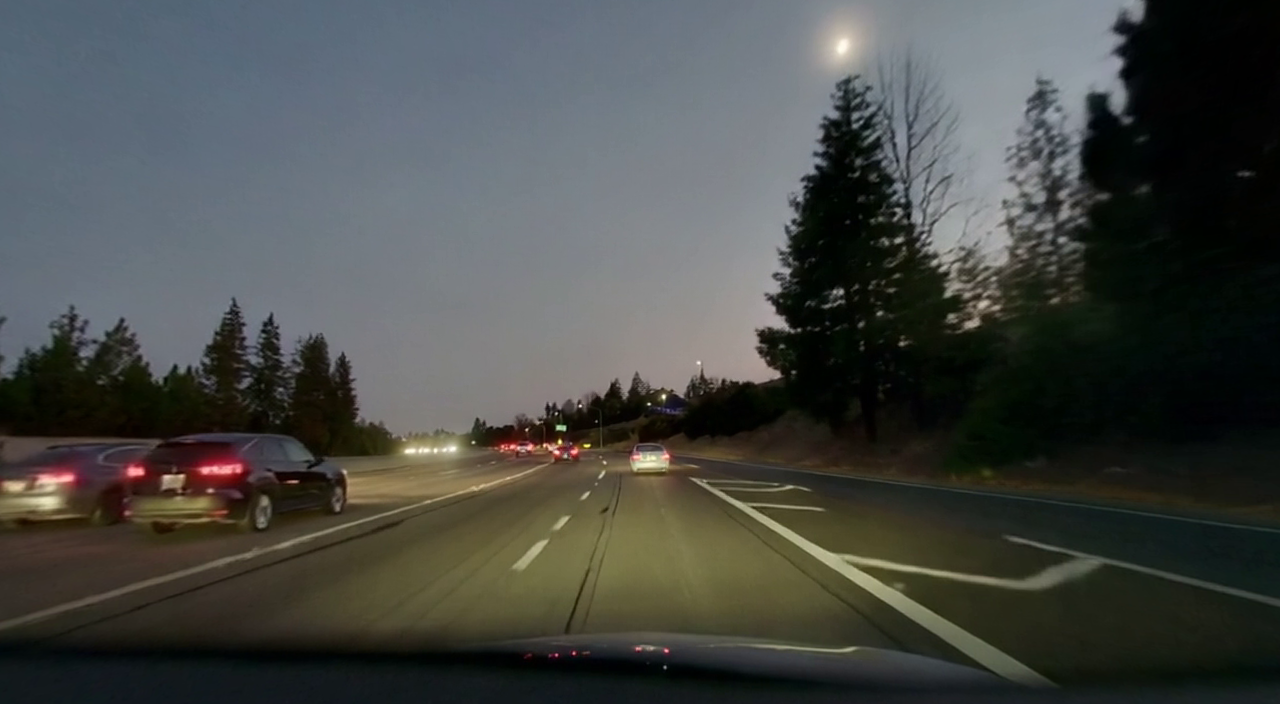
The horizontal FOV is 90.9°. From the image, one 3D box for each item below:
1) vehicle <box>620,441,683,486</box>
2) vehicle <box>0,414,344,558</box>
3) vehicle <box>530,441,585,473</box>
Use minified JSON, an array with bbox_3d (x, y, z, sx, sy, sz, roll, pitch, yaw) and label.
[{"bbox_3d":[0.312,3.916,22.492,2.051,1.444,3.927,0,-9,-1],"label":"vehicle"},{"bbox_3d":[-6.888,1.951,9.888,2.221,1.693,4.631,0,-9,0],"label":"vehicle"},{"bbox_3d":[-4.109,5.329,32.247,2.246,1.519,4.980,0,-9,-2],"label":"vehicle"}]
